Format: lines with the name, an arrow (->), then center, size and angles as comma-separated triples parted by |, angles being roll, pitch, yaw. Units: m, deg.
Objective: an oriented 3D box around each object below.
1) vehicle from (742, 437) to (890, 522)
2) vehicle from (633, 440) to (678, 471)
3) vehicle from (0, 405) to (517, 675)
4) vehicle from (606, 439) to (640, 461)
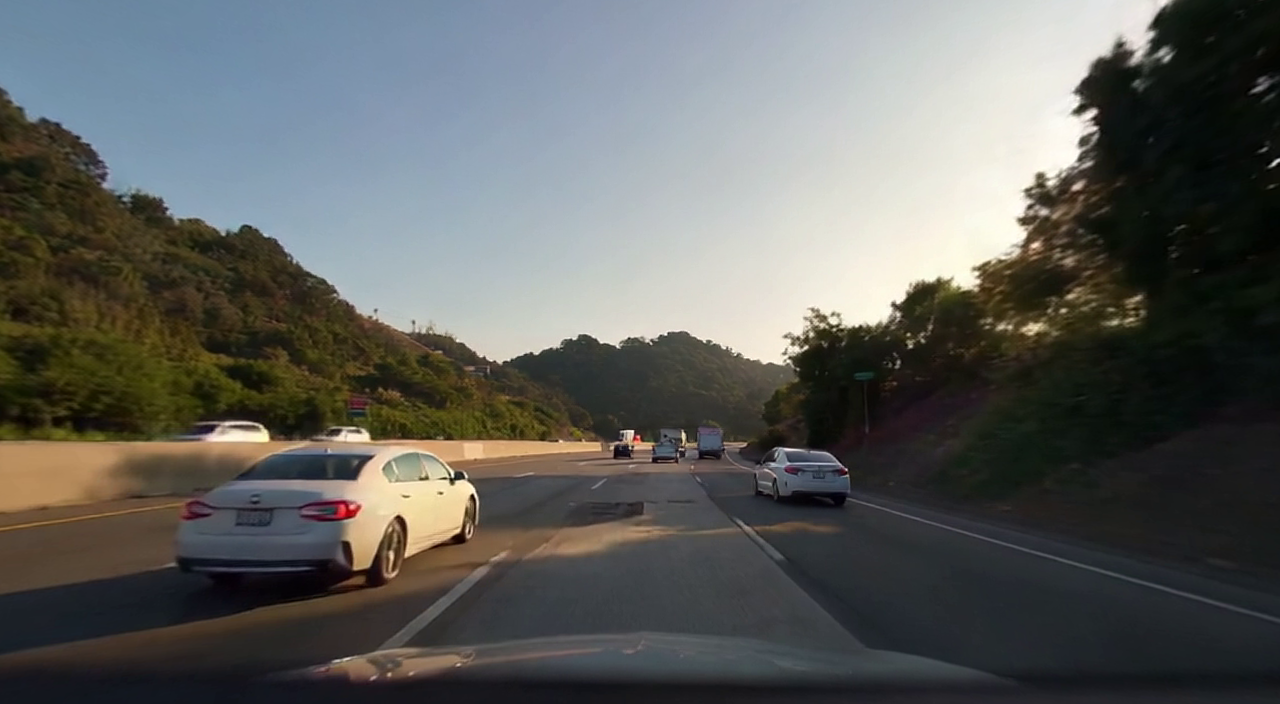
vehicle -> 3.551, 2.636, 13.664 | 2.013, 1.464, 4.317 | 1, -8, 1
vehicle -> 0.873, 5.324, 32.684 | 2.202, 1.467, 3.929 | 0, -8, 3
vehicle -> -2.741, 1.408, 6.033 | 2.031, 1.491, 4.792 | 0, -8, 2
vehicle -> -1.166, 7.123, 45.985 | 2.010, 1.482, 4.230 | 0, -8, 5
